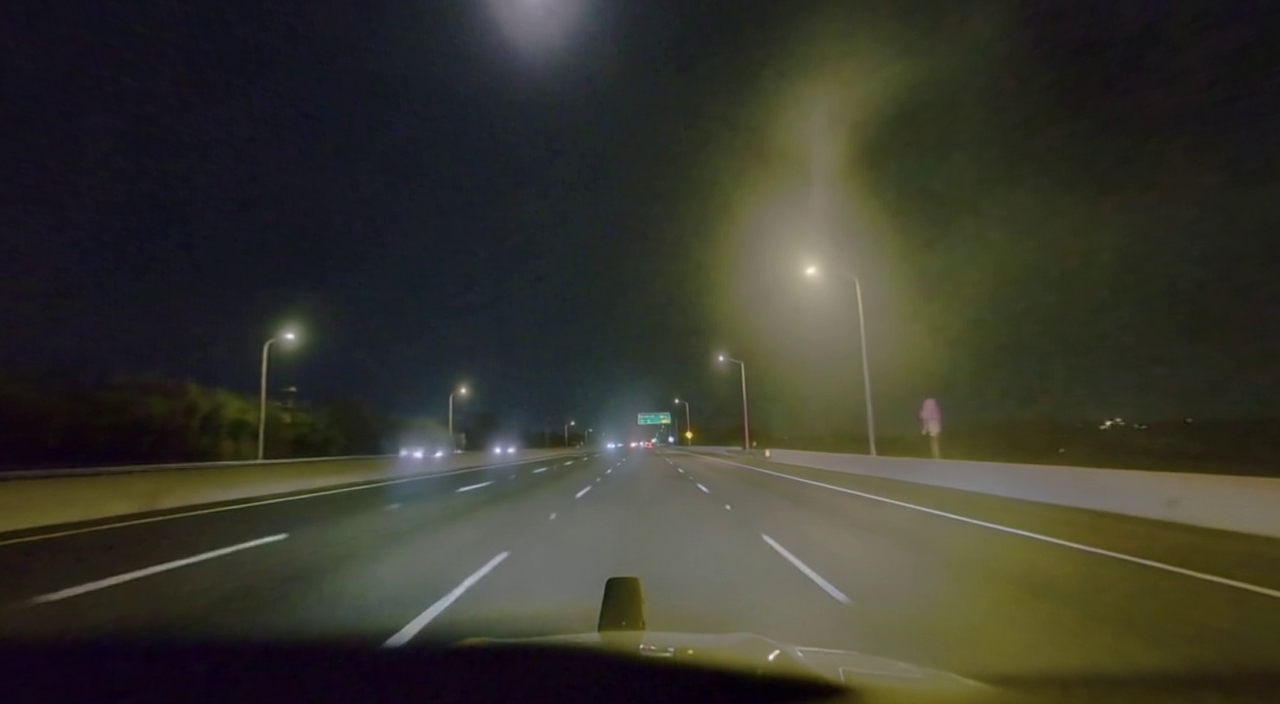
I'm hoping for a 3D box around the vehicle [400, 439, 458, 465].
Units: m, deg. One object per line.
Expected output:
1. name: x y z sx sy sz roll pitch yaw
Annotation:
1. vehicle: -13.663 6.488 41.115 2.002 1.600 4.733 0 -8 1
